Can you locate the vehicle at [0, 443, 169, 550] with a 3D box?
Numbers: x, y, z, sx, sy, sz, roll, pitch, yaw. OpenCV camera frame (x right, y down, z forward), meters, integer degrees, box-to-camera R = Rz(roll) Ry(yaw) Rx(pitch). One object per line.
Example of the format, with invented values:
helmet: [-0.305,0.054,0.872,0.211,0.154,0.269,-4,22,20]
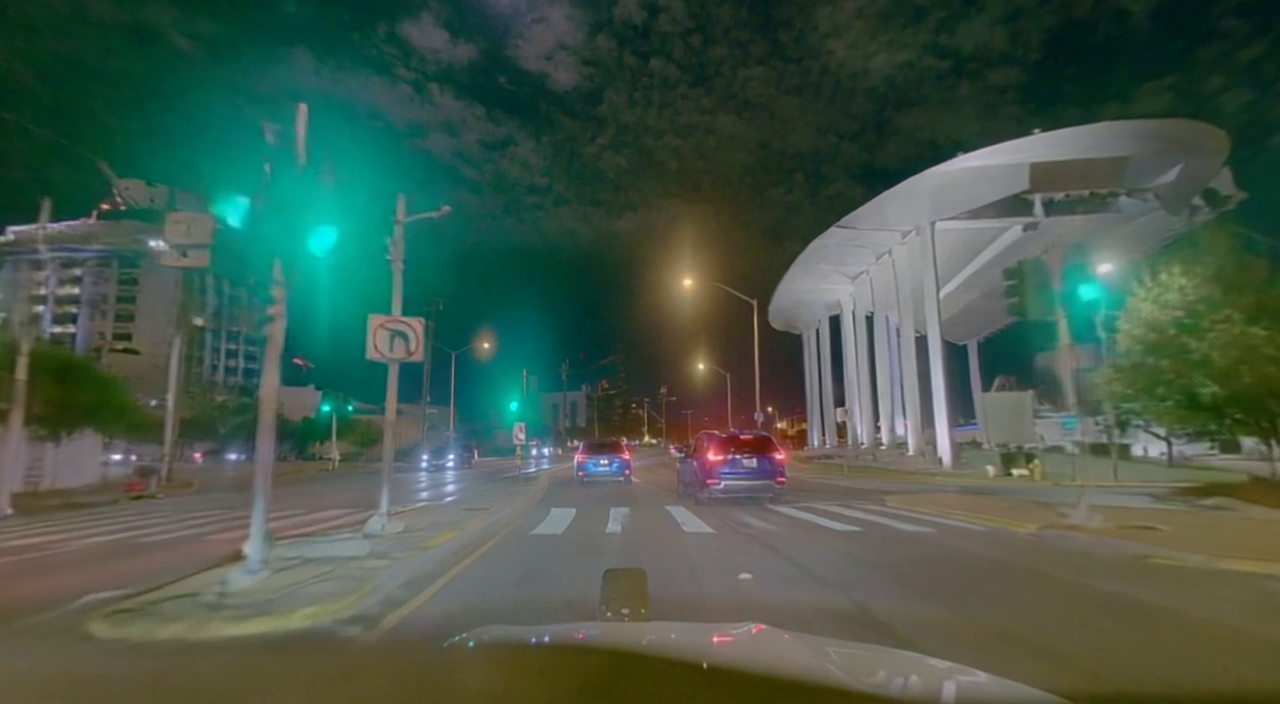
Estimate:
vehicle: [-9.857,2.138,9.602,2.013,1.466,4.430,0,-8,-2]

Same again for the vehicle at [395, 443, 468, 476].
vehicle: [-10.436,5.397,31.960,2.121,1.513,4.827,0,-8,-1]

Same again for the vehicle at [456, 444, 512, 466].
vehicle: [-11.295,7.456,45.856,2.012,1.490,4.351,-3,-9,16]

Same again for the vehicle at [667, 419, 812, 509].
vehicle: [2.089,2.590,15.028,2.320,1.772,4.872,0,-9,-4]

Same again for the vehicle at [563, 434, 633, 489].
vehicle: [-1.411,3.627,21.203,2.132,1.632,3.889,0,-9,-4]
